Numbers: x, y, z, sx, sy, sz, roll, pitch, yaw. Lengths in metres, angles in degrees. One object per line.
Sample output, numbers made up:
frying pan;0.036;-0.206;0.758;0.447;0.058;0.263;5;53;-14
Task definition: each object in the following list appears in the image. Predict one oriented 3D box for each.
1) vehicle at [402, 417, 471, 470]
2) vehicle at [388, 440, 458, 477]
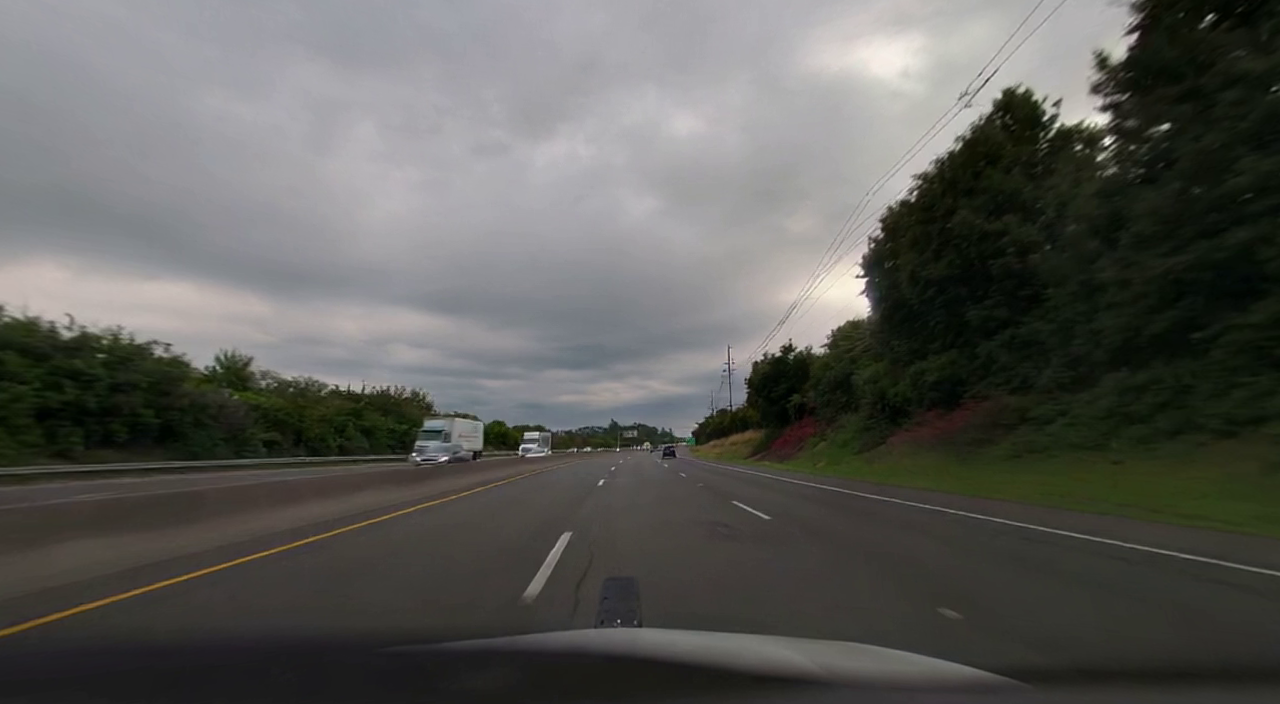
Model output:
vehicle;-15.306;6.962;47.632;3.119;3.694;5.532;0;-9;2
vehicle;-11.576;5.697;33.793;2.052;1.796;4.970;0;-9;-1
